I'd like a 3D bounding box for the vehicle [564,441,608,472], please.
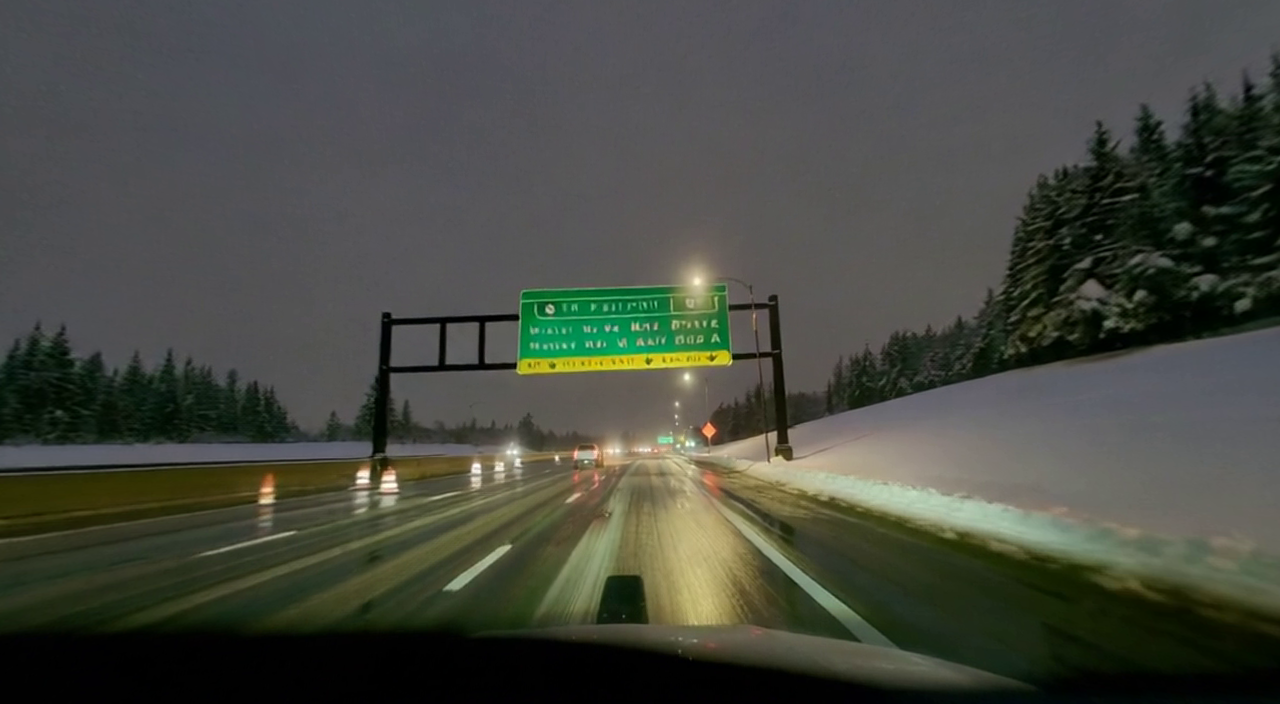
[{"bbox_3d":[-3.010,5.900,35.682,2.078,1.629,4.059,-1,-8,1],"label":"vehicle"}]
